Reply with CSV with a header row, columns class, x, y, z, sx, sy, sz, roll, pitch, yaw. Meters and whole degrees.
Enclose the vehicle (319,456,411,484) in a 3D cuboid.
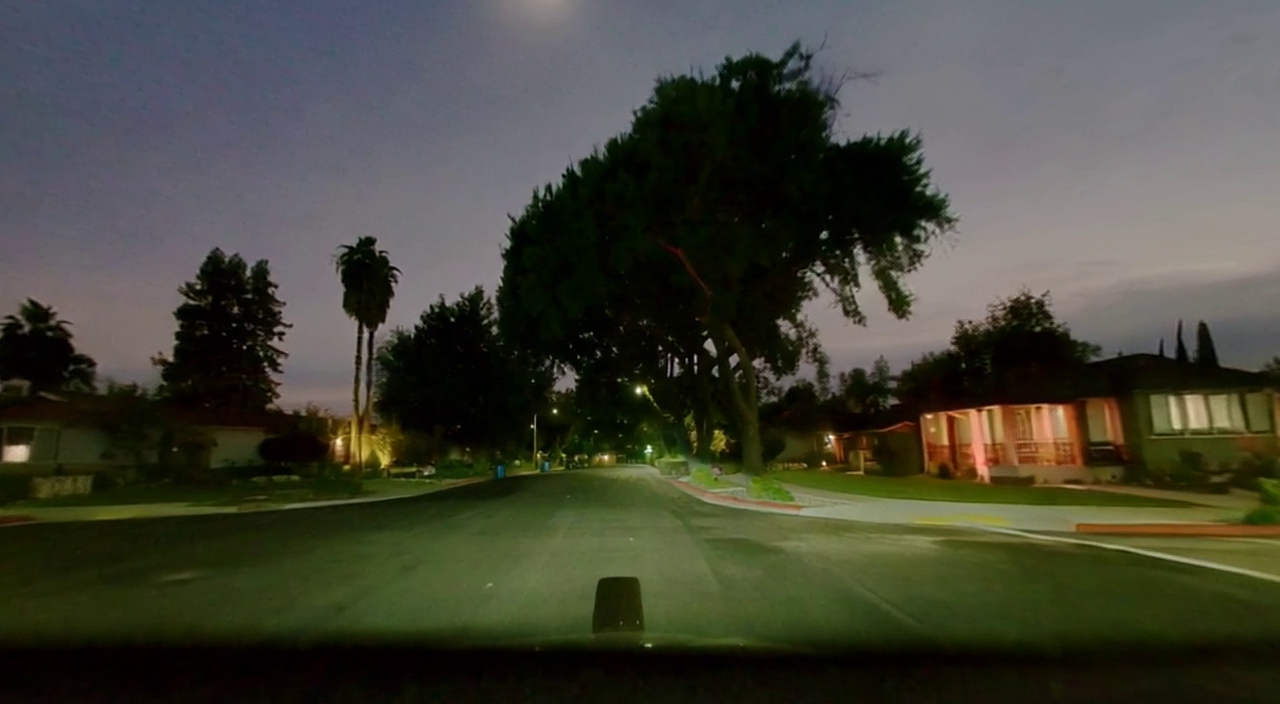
class,x,y,z,sx,sy,sz,roll,pitch,yaw
vehicle,-15.929,6.855,36.794,4.358,1.516,2.077,1,-9,-4
